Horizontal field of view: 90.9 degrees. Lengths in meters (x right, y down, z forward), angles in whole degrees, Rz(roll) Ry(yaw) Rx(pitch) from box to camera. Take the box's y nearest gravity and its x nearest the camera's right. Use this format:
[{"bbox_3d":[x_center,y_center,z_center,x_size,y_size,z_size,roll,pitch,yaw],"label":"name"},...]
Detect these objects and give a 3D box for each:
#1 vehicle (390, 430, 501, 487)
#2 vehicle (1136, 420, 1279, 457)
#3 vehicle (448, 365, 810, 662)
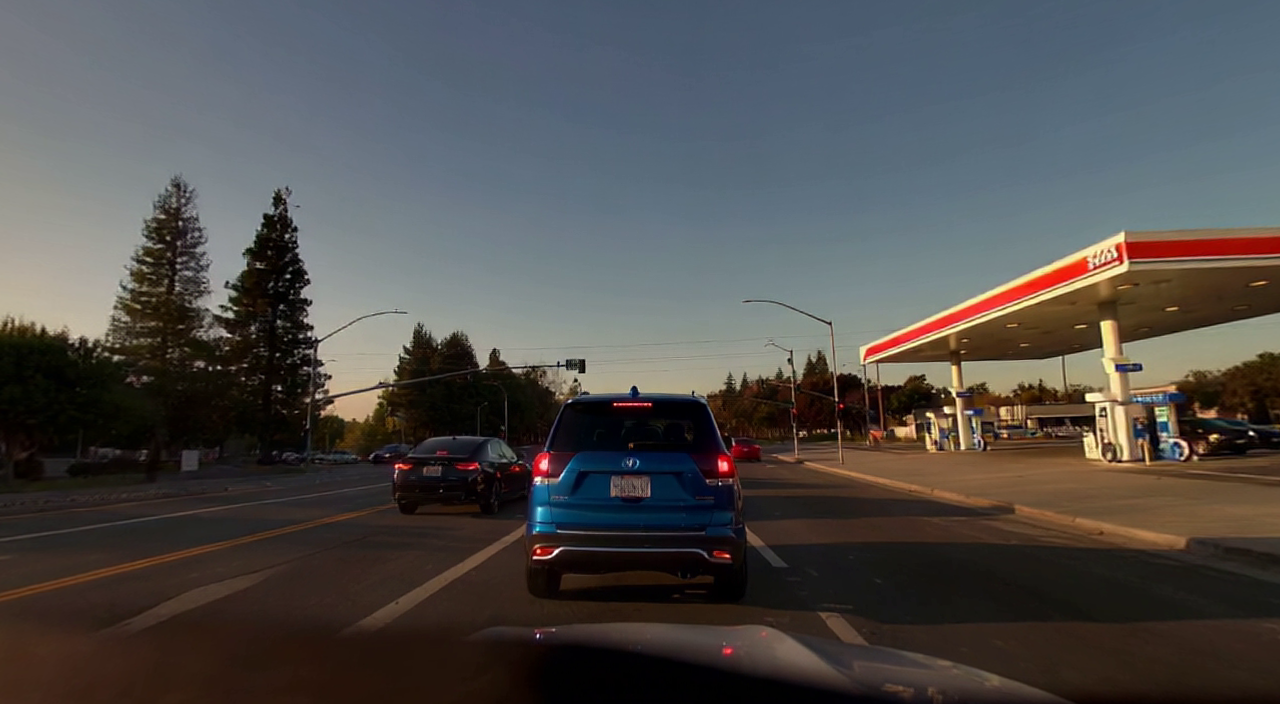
[{"bbox_3d":[-6.662,3.707,22.181,2.065,1.753,4.525,-1,-9,6],"label":"vehicle"},{"bbox_3d":[25.933,3.972,28.801,4.551,1.616,1.973,-2,-9,11],"label":"vehicle"},{"bbox_3d":[0.010,1.318,6.132,2.236,1.819,4.291,0,-9,2],"label":"vehicle"}]
